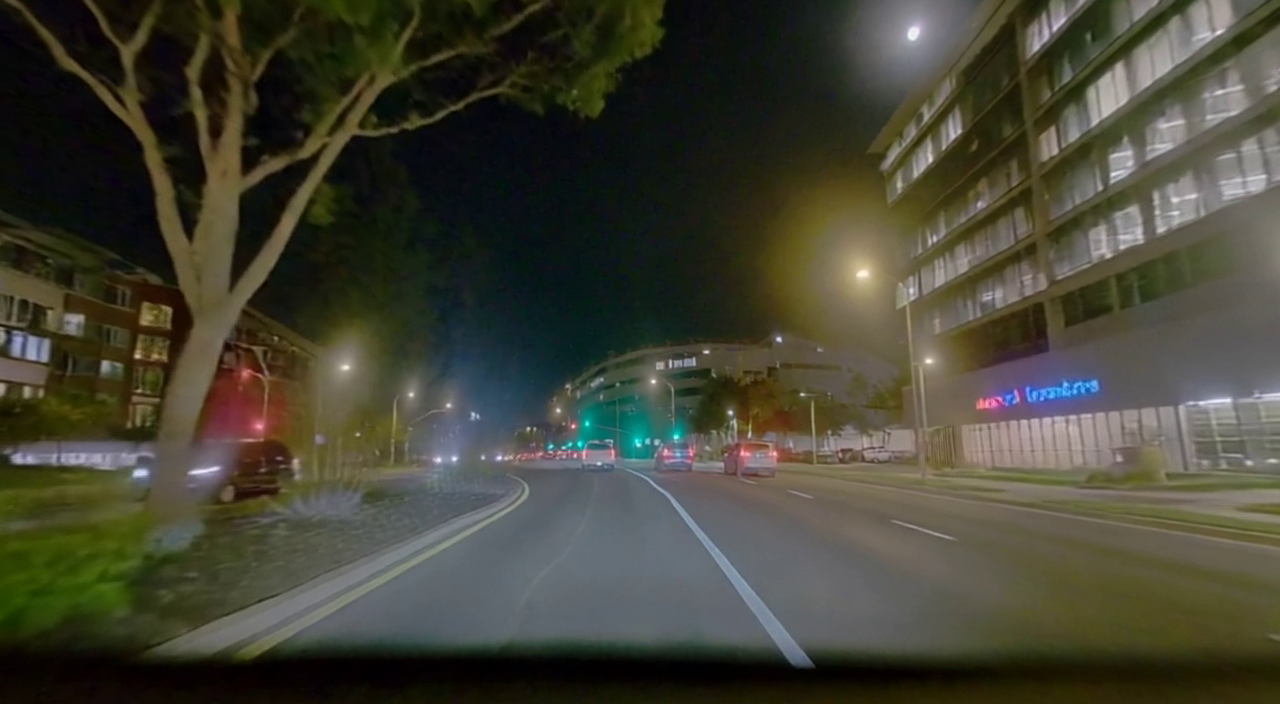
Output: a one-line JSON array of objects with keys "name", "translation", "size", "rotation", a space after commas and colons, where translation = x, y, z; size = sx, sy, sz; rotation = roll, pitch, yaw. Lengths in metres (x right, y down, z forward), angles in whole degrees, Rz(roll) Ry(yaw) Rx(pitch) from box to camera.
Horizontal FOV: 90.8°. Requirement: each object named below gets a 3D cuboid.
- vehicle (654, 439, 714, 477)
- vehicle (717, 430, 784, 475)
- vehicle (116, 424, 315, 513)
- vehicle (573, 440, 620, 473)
[{"name": "vehicle", "translation": [1.810, 4.560, 27.352], "size": [1.993, 1.477, 4.240], "rotation": [0, -9, -4]}, {"name": "vehicle", "translation": [5.242, 4.892, 30.757], "size": [2.052, 1.990, 4.736], "rotation": [0, -9, -5]}, {"name": "vehicle", "translation": [-10.335, 2.860, 15.948], "size": [2.166, 1.867, 4.459], "rotation": [0, -9, -5]}, {"name": "vehicle", "translation": [-2.113, 4.991, 30.310], "size": [2.101, 1.444, 4.248], "rotation": [0, -9, -5]}]
